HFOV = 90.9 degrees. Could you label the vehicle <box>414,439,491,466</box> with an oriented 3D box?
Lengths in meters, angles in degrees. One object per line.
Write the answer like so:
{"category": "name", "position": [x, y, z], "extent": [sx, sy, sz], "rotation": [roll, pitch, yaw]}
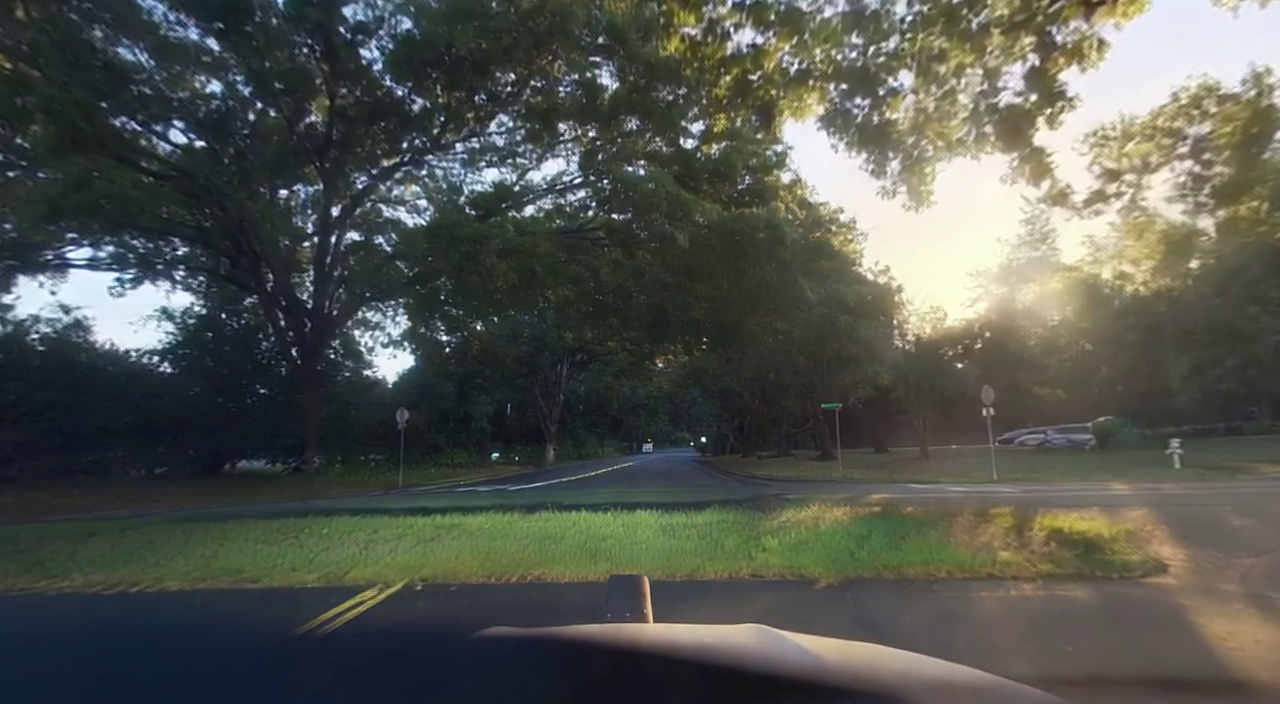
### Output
{"category": "vehicle", "position": [-12.668, 6.810, 42.766], "extent": [4.590, 1.735, 1.973], "rotation": [-1, -8, 3]}
